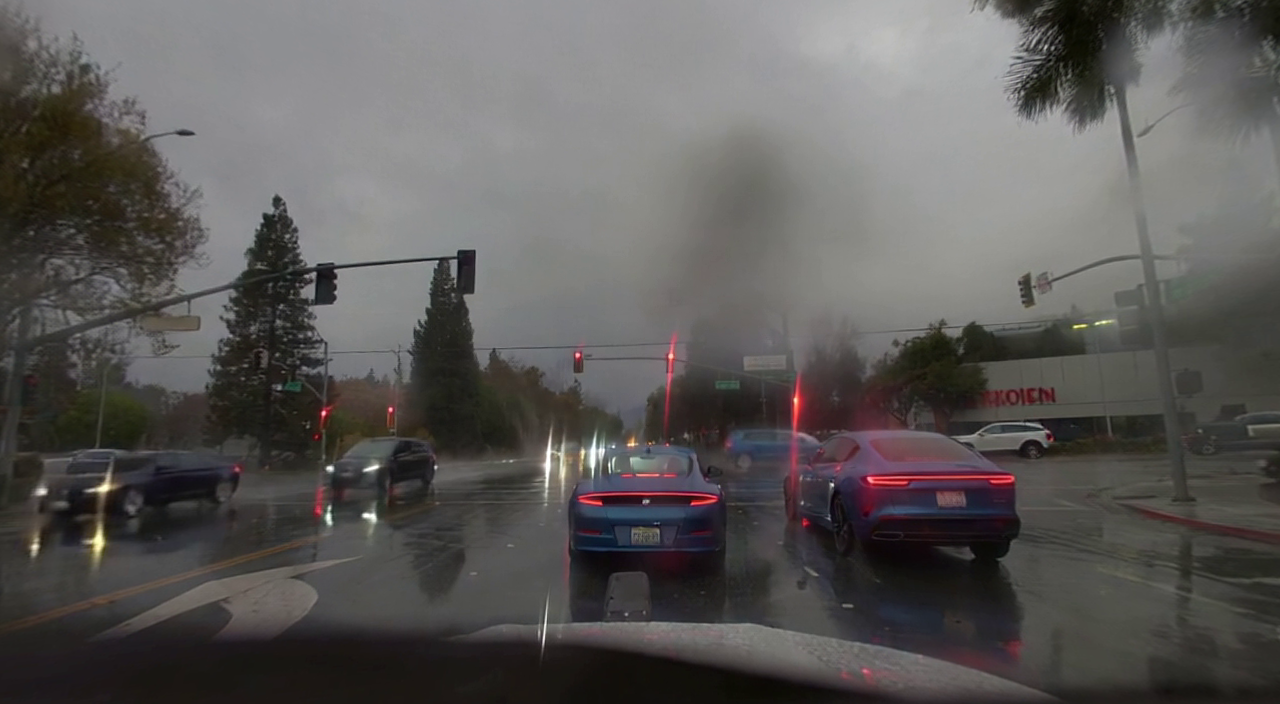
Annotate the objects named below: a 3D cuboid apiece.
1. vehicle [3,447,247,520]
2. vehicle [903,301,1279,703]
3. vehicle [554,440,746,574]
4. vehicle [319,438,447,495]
[{"bbox_3d":[-11.974,3.039,15.194,2.053,1.436,4.494,0,-8,0],"label":"vehicle"},{"bbox_3d":[3.108,0.803,2.532,2.143,1.759,4.531,0,-8,0],"label":"vehicle"},{"bbox_3d":[0.121,1.869,8.395,1.945,1.343,3.827,0,-8,1],"label":"vehicle"},{"bbox_3d":[-8.288,3.714,20.921,2.091,1.651,4.870,0,-8,1],"label":"vehicle"}]
